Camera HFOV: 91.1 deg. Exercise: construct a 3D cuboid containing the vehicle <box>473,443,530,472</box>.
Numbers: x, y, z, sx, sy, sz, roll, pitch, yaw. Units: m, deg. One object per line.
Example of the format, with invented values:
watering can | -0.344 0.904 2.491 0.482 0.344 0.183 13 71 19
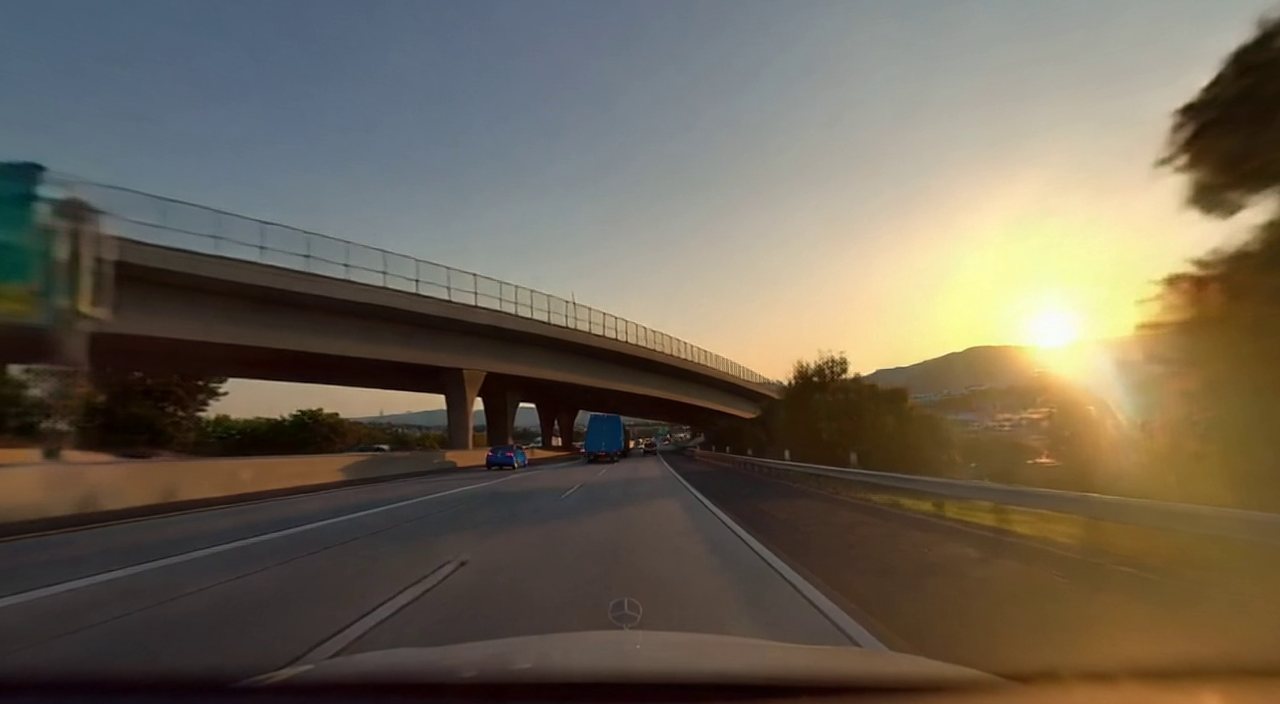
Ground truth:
vehicle | -7.414 5.684 34.144 1.901 1.467 4.629 0 -8 2
